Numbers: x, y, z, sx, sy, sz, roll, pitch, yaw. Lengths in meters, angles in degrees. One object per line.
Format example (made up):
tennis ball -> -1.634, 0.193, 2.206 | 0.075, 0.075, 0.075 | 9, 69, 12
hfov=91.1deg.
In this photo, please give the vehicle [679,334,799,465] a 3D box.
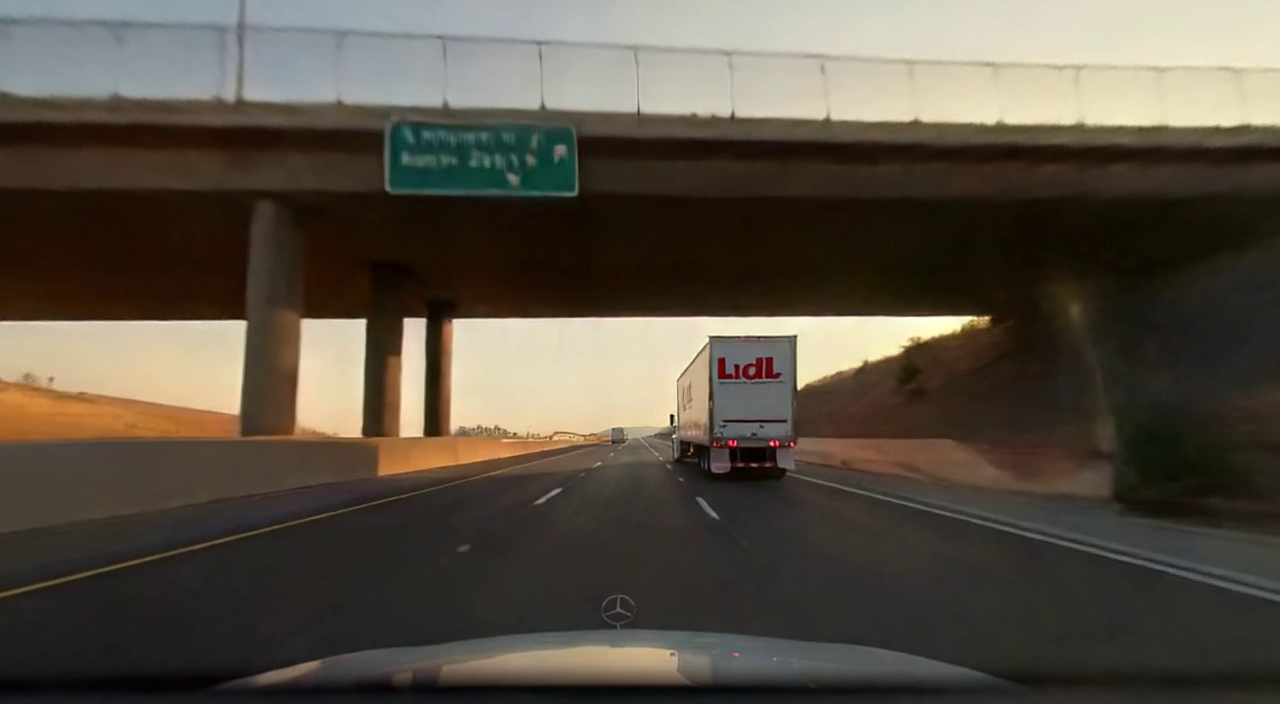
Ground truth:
vehicle -> 3.618, 2.492, 27.567 | 3.034, 4.194, 14.704 | 0, -8, 1
